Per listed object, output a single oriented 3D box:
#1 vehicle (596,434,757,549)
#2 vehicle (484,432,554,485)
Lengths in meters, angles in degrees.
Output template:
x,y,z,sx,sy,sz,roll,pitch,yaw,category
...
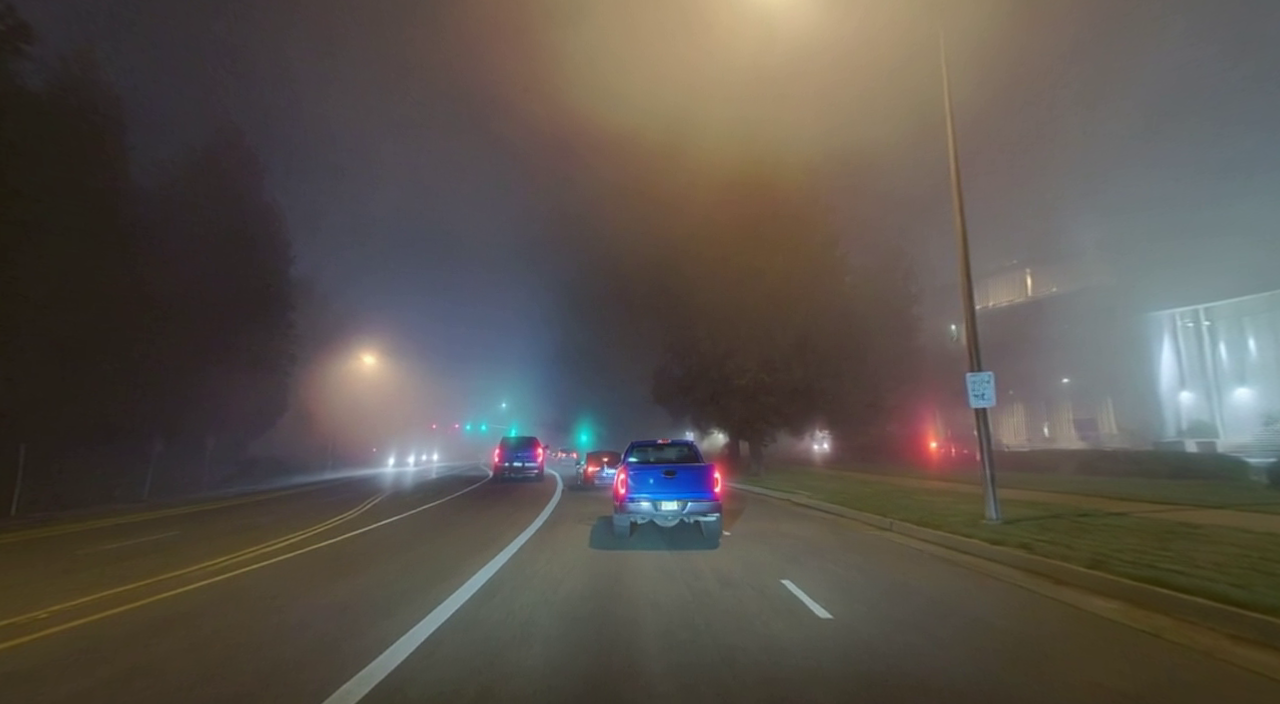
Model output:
x,y,z,sx,sy,sz,roll,pitch,yaw,category
0.362,2.202,10.656,2.142,1.528,4.133,1,-9,-5,vehicle
-5.037,4.537,27.183,2.512,1.992,5.725,1,-9,-7,vehicle
